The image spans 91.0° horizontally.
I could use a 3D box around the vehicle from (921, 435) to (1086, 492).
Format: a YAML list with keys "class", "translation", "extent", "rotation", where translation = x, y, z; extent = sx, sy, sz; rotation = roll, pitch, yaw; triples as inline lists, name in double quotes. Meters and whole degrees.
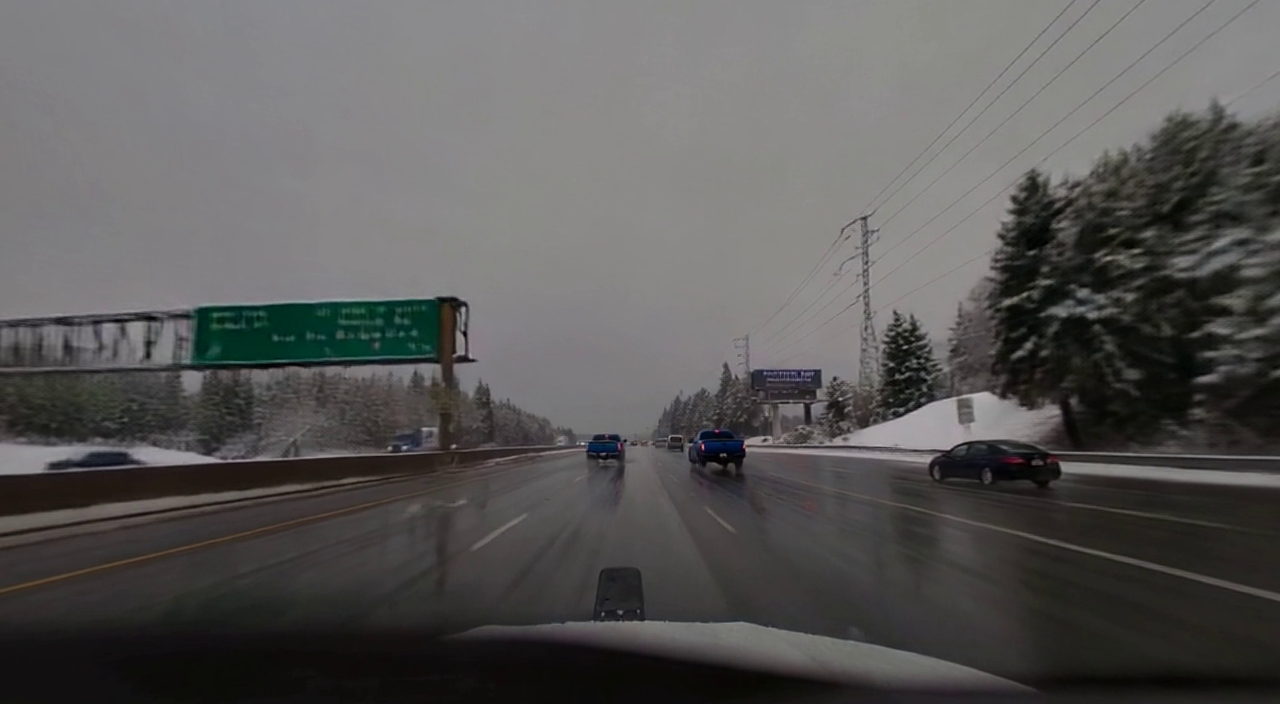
- class: "vehicle"
  translation: [10.460, 3.235, 18.661]
  extent: [2.076, 1.470, 4.644]
  rotation: [0, -8, -1]

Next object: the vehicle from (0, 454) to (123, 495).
- class: "vehicle"
  translation: [-25.076, 5.141, 26.867]
  extent: [1.951, 1.489, 4.781]
  rotation: [0, -8, 0]

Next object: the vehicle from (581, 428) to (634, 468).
- class: "vehicle"
  translation: [-1.731, 5.486, 36.044]
  extent: [2.508, 2.023, 6.176]
  rotation: [0, -8, 2]
